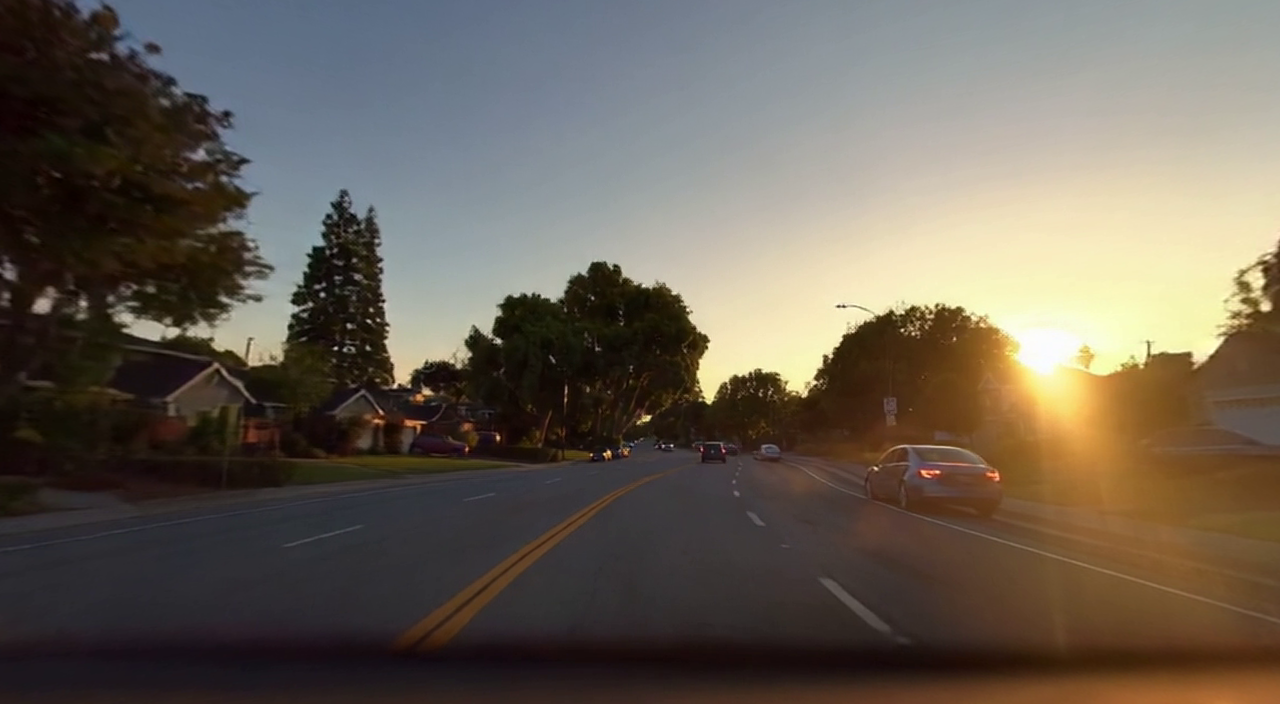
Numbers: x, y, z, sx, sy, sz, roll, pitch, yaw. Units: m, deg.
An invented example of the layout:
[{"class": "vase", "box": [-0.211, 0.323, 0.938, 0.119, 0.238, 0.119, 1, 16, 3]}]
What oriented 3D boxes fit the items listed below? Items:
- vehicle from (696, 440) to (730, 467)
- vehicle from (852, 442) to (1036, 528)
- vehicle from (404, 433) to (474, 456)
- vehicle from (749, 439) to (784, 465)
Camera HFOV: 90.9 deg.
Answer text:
[{"class": "vehicle", "box": [4.871, 6.744, 42.047, 2.106, 1.667, 4.367, -1, -9, 7]}, {"class": "vehicle", "box": [6.148, 2.701, 13.442, 1.934, 1.506, 4.282, 0, -8, 3]}, {"class": "vehicle", "box": [-14.528, 6.707, 45.622, 4.377, 1.570, 1.871, -1, -9, 7]}, {"class": "vehicle", "box": [9.861, 7.823, 49.392, 2.059, 1.924, 4.257, -1, -9, 4]}]
